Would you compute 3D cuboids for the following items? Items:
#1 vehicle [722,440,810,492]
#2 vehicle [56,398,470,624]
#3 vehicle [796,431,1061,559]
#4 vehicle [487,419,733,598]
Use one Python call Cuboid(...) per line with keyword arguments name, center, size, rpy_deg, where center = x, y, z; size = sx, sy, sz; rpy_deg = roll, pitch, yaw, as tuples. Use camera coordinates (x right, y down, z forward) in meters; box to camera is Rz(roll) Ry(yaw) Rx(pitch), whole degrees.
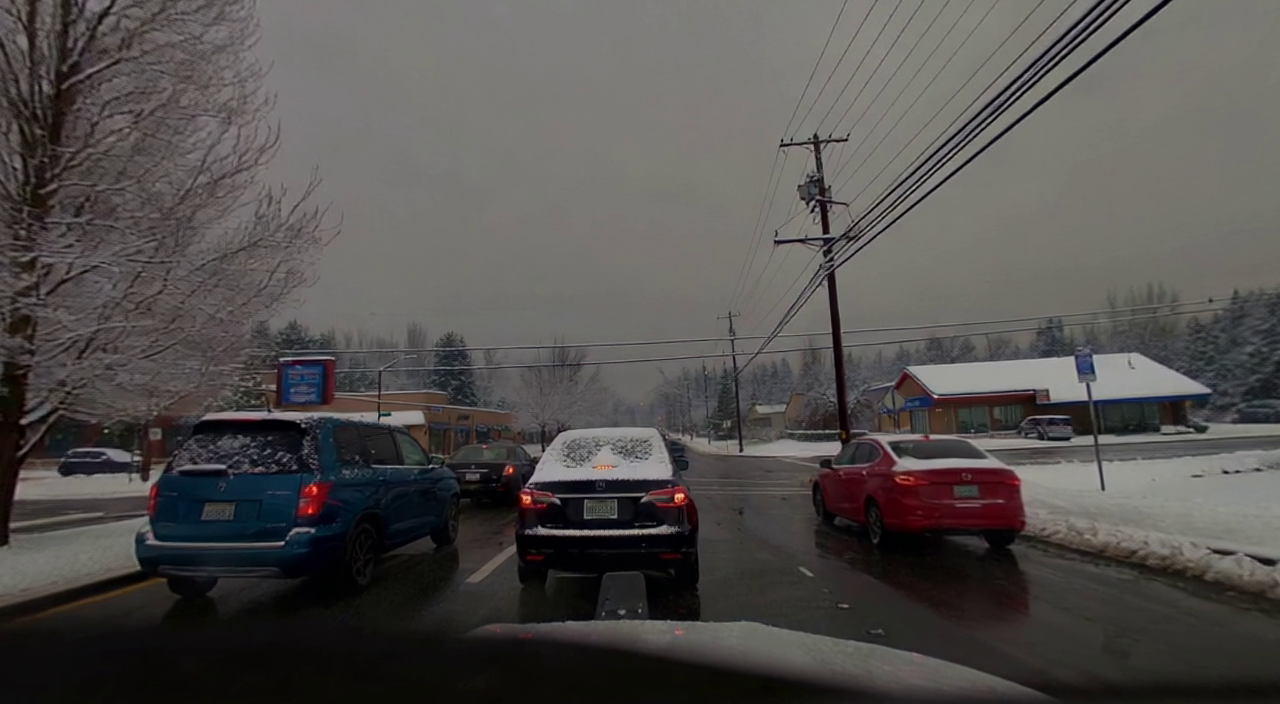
Cuboid(name="vehicle", center=(3.821, 3.527, 19.861), size=(1.876, 1.456, 4.025), rpy_deg=(0, -9, -1))
Cuboid(name="vehicle", center=(-3.437, 1.524, 6.988), size=(1.979, 1.697, 4.254), rpy_deg=(0, -9, -1))
Cuboid(name="vehicle", center=(3.922, 2.000, 9.606), size=(1.909, 1.473, 4.361), rpy_deg=(0, -9, -1))
Cuboid(name="vehicle", center=(-0.312, 1.633, 7.398), size=(2.097, 1.511, 3.809), rpy_deg=(0, -9, -2))
